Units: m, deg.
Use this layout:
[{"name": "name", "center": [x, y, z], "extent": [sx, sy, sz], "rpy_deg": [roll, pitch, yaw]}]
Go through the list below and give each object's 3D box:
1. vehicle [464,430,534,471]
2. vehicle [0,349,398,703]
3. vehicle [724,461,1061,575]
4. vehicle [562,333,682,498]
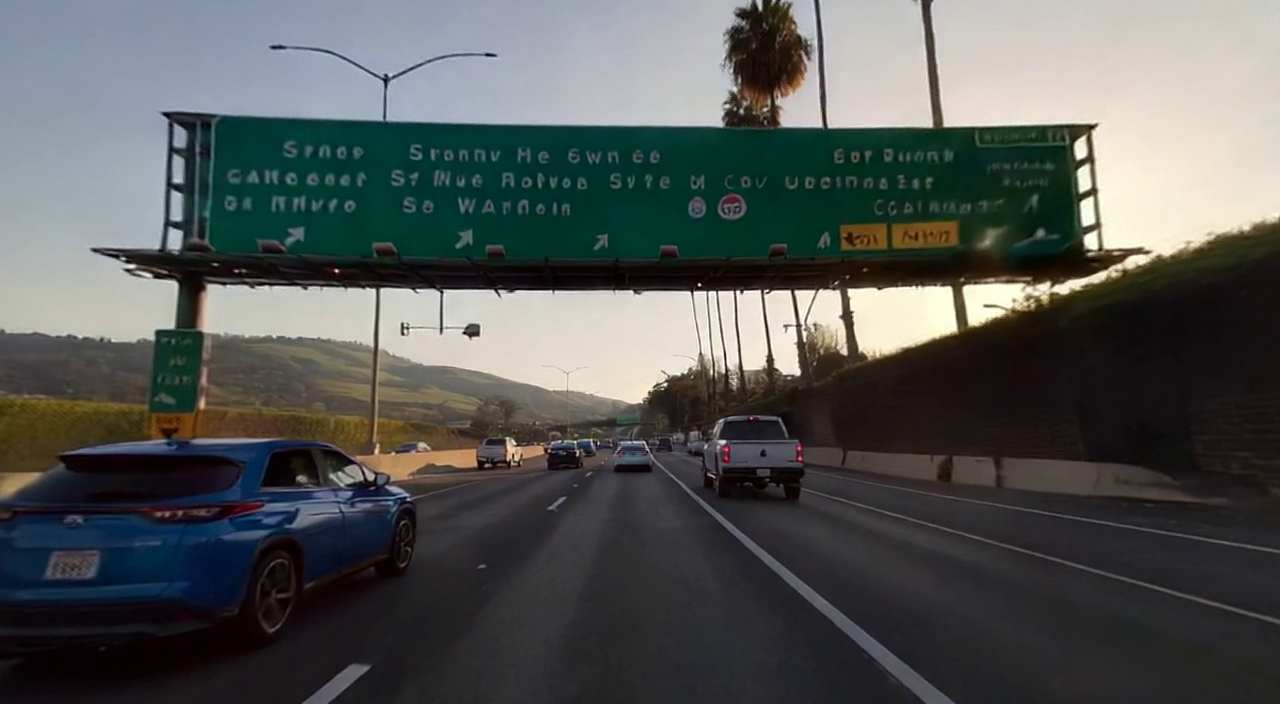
[{"name": "vehicle", "center": [-7.155, 5.099, 32.778], "extent": [2.344, 1.954, 5.579], "rpy_deg": [0, -9, 0]}, {"name": "vehicle", "center": [-3.220, 1.073, 3.823], "extent": [1.885, 1.654, 4.103], "rpy_deg": [0, -9, 0]}, {"name": "vehicle", "center": [2.994, 2.197, 9.350], "extent": [2.635, 1.036, 5.568], "rpy_deg": [0, -9, -1]}, {"name": "vehicle", "center": [-0.403, 2.328, 20.822], "extent": [2.906, 4.040, 10.743], "rpy_deg": [0, -9, 0]}]
